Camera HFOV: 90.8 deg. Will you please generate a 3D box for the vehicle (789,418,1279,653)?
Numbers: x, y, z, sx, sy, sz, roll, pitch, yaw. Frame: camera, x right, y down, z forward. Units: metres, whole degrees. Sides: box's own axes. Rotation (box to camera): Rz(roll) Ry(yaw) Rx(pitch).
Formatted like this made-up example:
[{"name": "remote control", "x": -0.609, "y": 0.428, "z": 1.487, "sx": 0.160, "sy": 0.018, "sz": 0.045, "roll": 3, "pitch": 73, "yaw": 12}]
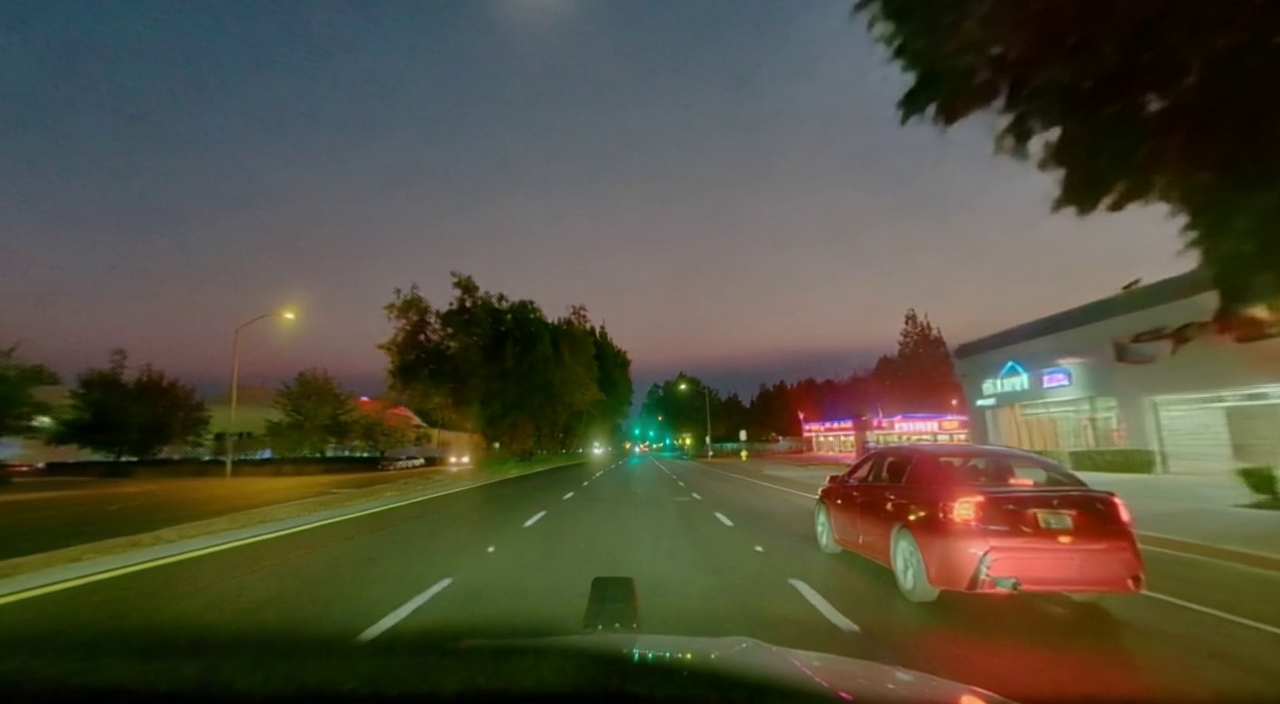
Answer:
[{"name": "vehicle", "x": 3.103, "y": 1.515, "z": 6.394, "sx": 2.004, "sy": 1.470, "sz": 4.544, "roll": 0, "pitch": -8, "yaw": -1}]
